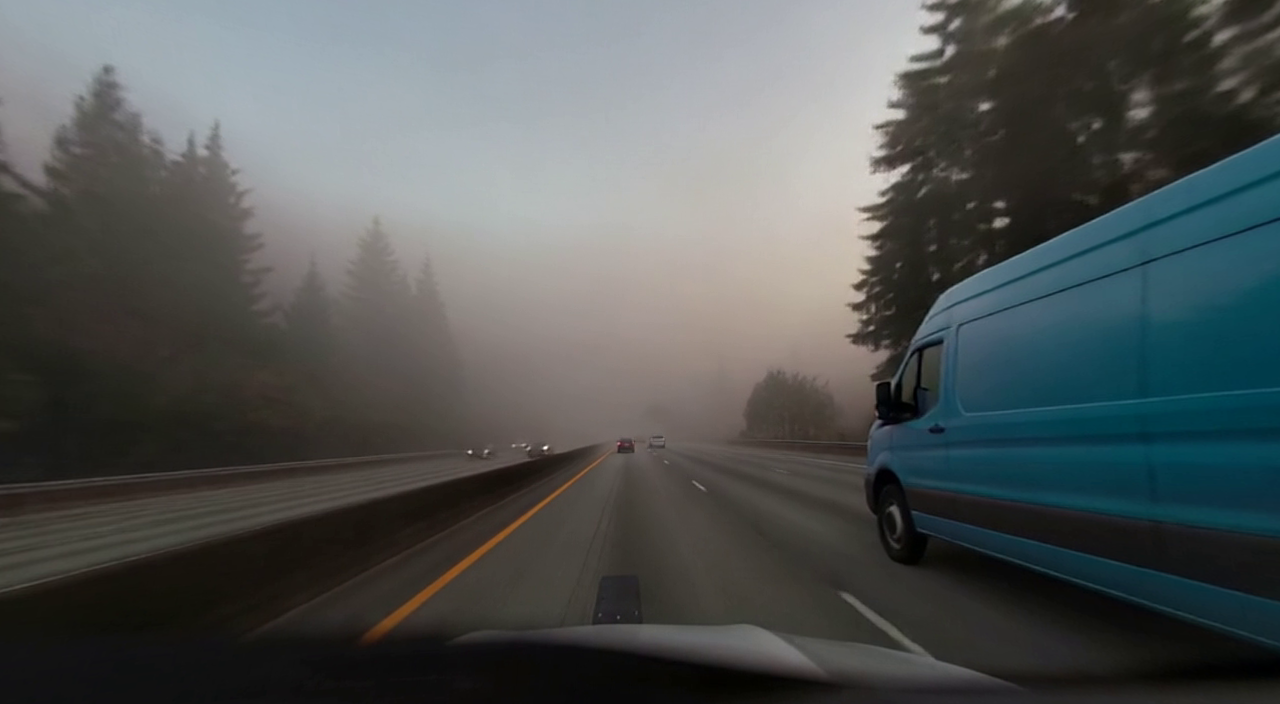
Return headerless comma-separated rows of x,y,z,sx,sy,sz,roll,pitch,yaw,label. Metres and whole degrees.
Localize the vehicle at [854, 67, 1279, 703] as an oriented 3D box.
3.710,0.298,3.349,2.416,2.595,7.243,0,-8,-1,vehicle
